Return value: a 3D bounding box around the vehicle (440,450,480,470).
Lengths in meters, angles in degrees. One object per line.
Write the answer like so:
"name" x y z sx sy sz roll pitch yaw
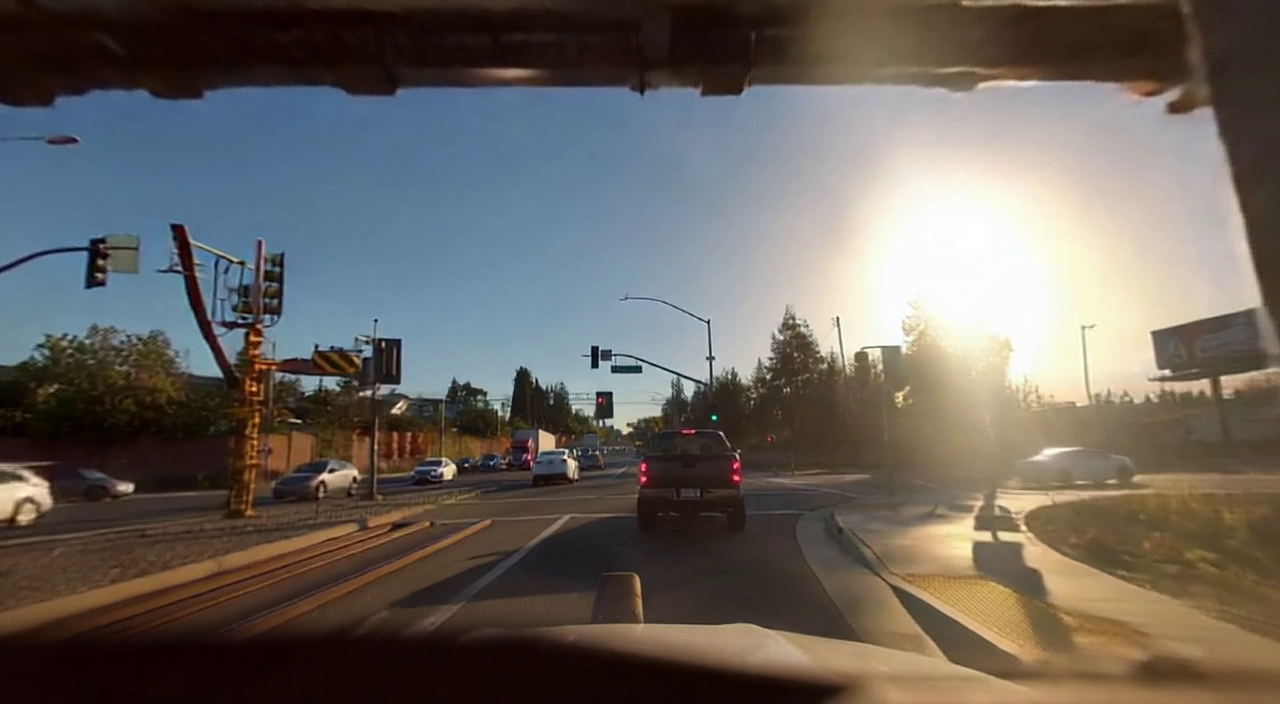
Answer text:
"vehicle" -13.818 8.321 48.789 1.864 1.456 4.409 0 -9 0

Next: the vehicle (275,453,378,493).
"vehicle" -13.122 5.068 26.818 2.027 1.482 4.711 0 -9 -1

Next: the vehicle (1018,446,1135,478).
"vehicle" 21.866 5.516 31.764 4.412 1.494 2.136 1 -9 -8

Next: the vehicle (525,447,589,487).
"vehicle" -3.315 4.694 26.131 2.004 1.482 4.799 0 -9 0

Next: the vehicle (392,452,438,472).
"vehicle" -17.498 8.548 49.365 1.908 1.482 4.621 0 -9 -1

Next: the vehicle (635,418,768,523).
"vehicle" 1.643 2.651 14.615 2.404 1.926 5.251 -2 -9 12

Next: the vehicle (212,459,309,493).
"vehicle" -17.052 5.574 28.654 1.880 1.377 4.201 0 -9 -2
